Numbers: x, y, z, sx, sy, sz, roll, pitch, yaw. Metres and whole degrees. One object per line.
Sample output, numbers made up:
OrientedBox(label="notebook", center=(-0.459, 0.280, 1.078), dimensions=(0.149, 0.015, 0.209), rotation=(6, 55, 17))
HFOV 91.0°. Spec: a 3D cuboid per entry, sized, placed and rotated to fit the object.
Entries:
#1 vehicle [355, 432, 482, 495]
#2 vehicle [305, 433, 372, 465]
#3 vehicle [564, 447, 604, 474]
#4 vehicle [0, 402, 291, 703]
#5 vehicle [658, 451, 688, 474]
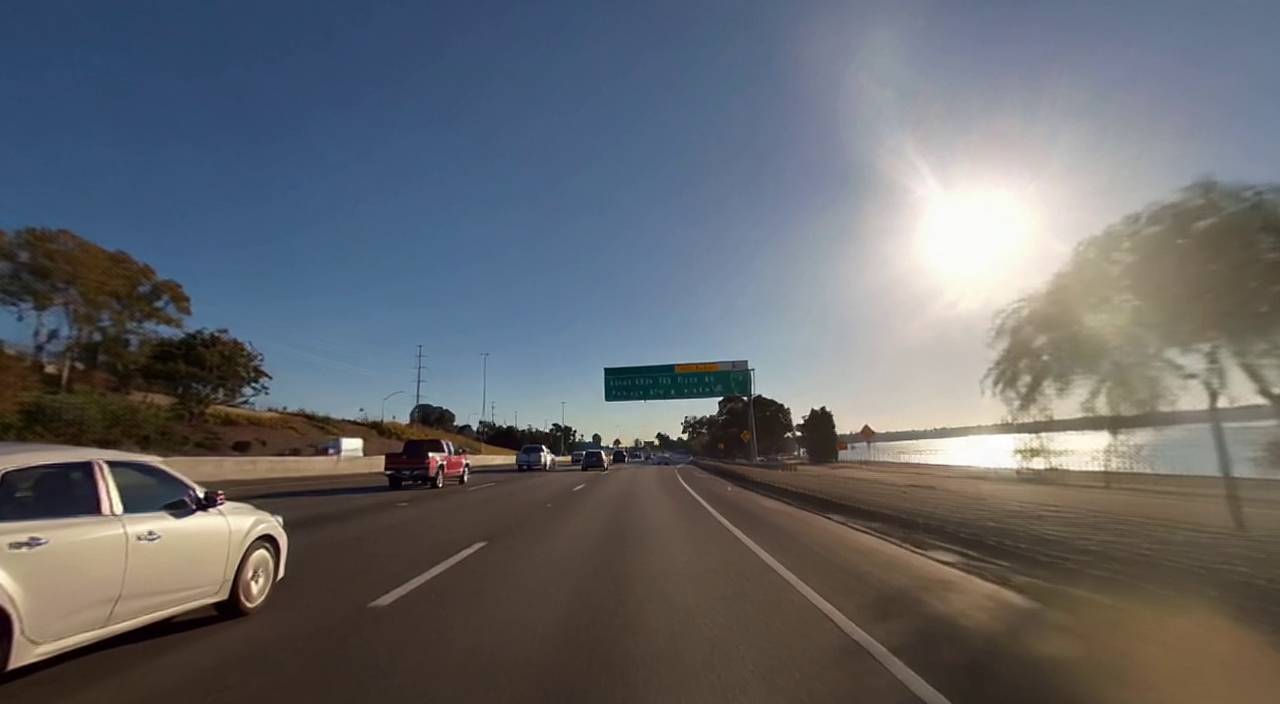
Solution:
OrientedBox(label="vehicle", center=(-7.466, 3.823, 22.034), dimensions=(2.250, 1.870, 5.647), rotation=(0, -9, 2))
OrientedBox(label="vehicle", center=(-23.597, 7.619, 49.520), dimensions=(2.237, 2.265, 5.746), rotation=(0, -9, 2))
OrientedBox(label="vehicle", center=(-3.667, 7.227, 42.254), dimensions=(2.132, 1.708, 4.571), rotation=(0, -9, 1))
OrientedBox(label="vehicle", center=(-4.123, 1.037, 3.196), dimensions=(2.027, 1.547, 4.511), rotation=(0, -9, 1))
OrientedBox(label="vehicle", center=(2.462, 8.229, 47.070), dimensions=(2.153, 1.510, 4.646), rotation=(0, -9, 3))
